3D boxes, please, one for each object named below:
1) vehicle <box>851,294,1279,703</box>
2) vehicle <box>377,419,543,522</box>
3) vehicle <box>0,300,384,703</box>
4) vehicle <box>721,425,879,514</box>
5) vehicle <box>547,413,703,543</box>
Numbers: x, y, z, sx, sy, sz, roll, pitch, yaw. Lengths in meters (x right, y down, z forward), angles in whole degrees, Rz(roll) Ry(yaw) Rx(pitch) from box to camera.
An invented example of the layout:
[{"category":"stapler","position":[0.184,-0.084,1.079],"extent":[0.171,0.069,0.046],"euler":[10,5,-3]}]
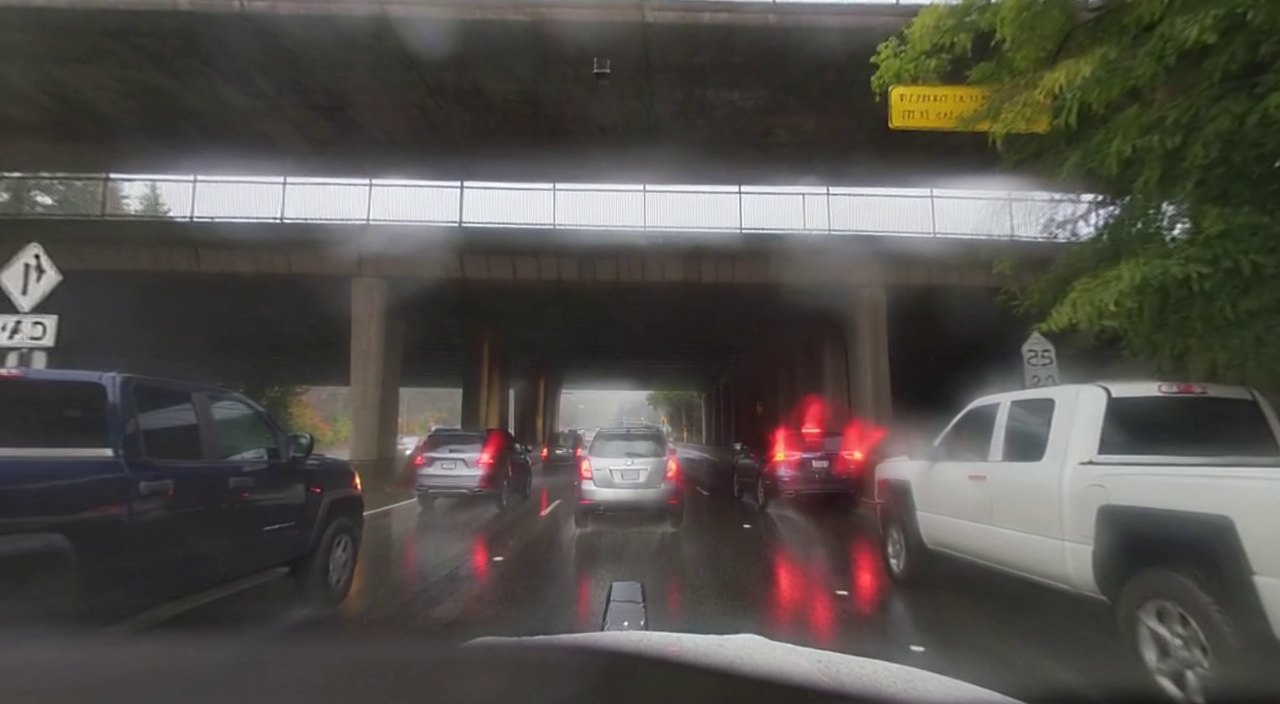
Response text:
[{"category":"vehicle","position":[3.686,1.076,4.966],"extent":[2.401,1.968,4.841],"euler":[0,-8,1]},{"category":"vehicle","position":[-3.346,2.294,12.693],"extent":[2.127,1.720,4.064],"euler":[0,-8,0]},{"category":"vehicle","position":[-3.404,0.877,3.373],"extent":[2.074,1.814,4.596],"euler":[0,-8,1]},{"category":"vehicle","position":[3.463,2.681,14.976],"extent":[2.234,1.720,5.378],"euler":[0,-8,-1]},{"category":"vehicle","position":[-0.246,1.988,10.488],"extent":[2.097,1.748,3.794],"euler":[0,-8,-1]}]
